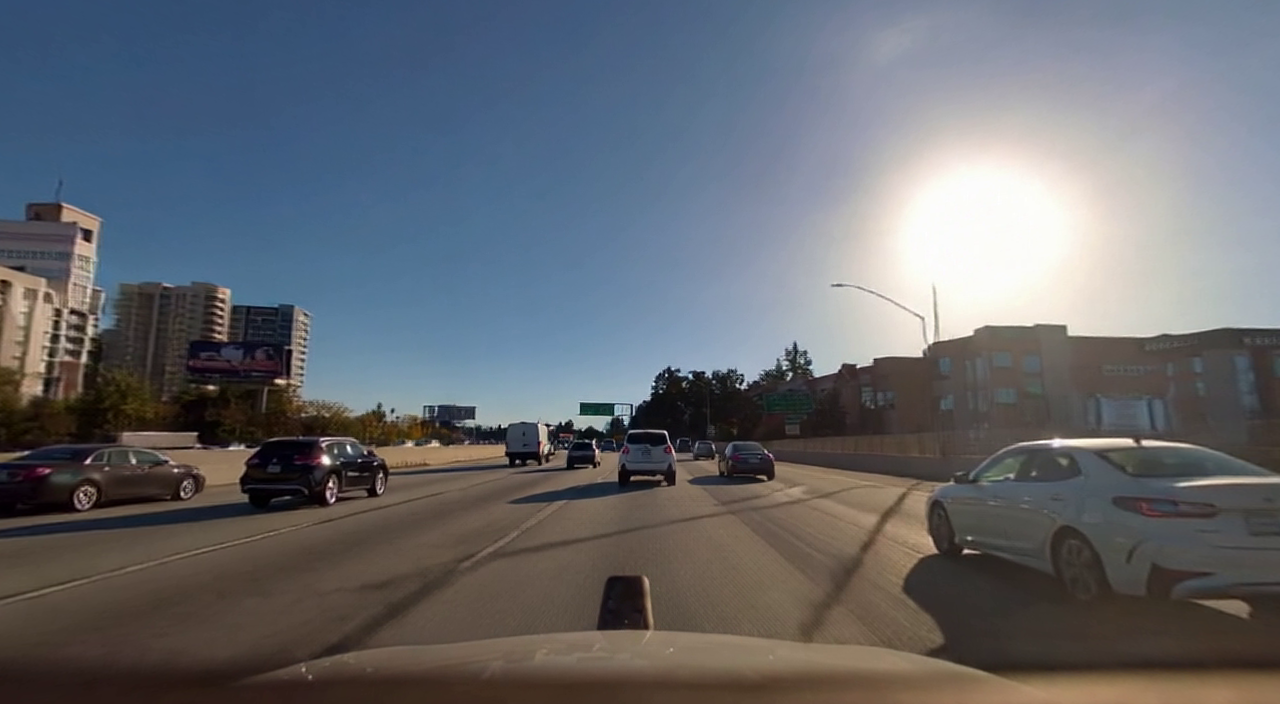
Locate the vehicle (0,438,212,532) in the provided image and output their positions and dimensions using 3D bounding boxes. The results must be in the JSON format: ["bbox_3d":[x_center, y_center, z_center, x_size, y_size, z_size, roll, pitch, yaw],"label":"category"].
[{"bbox_3d":[-10.828,2.395,12.079,1.970,1.441,4.555,0,-8,2],"label":"vehicle"}]

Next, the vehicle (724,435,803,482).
[{"bbox_3d":[4.278,3.758,22.559,1.942,1.487,4.518,0,-8,0],"label":"vehicle"}]

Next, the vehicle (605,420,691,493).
[{"bbox_3d":[0.253,3.024,18.651,2.209,1.863,4.626,0,-8,1],"label":"vehicle"}]

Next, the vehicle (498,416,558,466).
[{"bbox_3d":[-6.791,5.545,39.295,2.358,2.817,7.055,0,-8,1],"label":"vehicle"}]

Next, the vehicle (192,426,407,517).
[{"bbox_3d":[-6.982,2.476,13.630,2.021,1.632,4.417,0,-8,2],"label":"vehicle"}]

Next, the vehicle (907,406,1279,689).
[{"bbox_3d":[4.324,1.357,5.614,1.915,1.482,4.537,0,-8,0],"label":"vehicle"}]

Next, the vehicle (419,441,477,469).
[{"bbox_3d":[-10.659,5.747,35.324,1.923,1.480,3.905,0,-8,1],"label":"vehicle"}]

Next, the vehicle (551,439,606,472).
[{"bbox_3d":[-2.975,5.105,31.488,2.079,1.499,4.512,0,-8,2],"label":"vehicle"}]
